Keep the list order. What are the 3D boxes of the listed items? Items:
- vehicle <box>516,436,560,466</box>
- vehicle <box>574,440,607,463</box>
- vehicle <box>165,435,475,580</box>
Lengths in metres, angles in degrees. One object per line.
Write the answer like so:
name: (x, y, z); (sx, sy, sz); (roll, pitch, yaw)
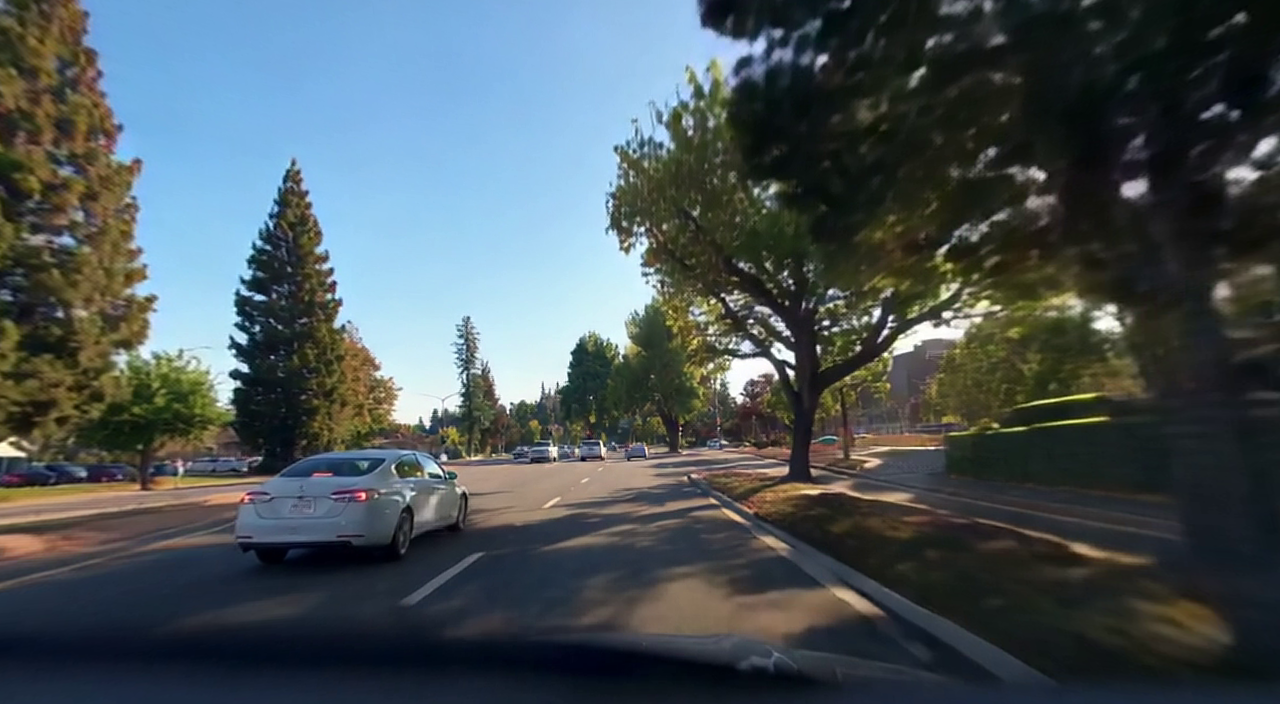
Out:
vehicle: (-7.419, 7.250, 46.573); (2.274, 2.040, 6.031); (0, -9, -1)
vehicle: (-3.630, 7.431, 47.134); (2.103, 1.592, 4.160); (0, -9, 1)
vehicle: (-3.788, 1.894, 8.579); (1.905, 1.418, 4.396); (0, -9, 0)
